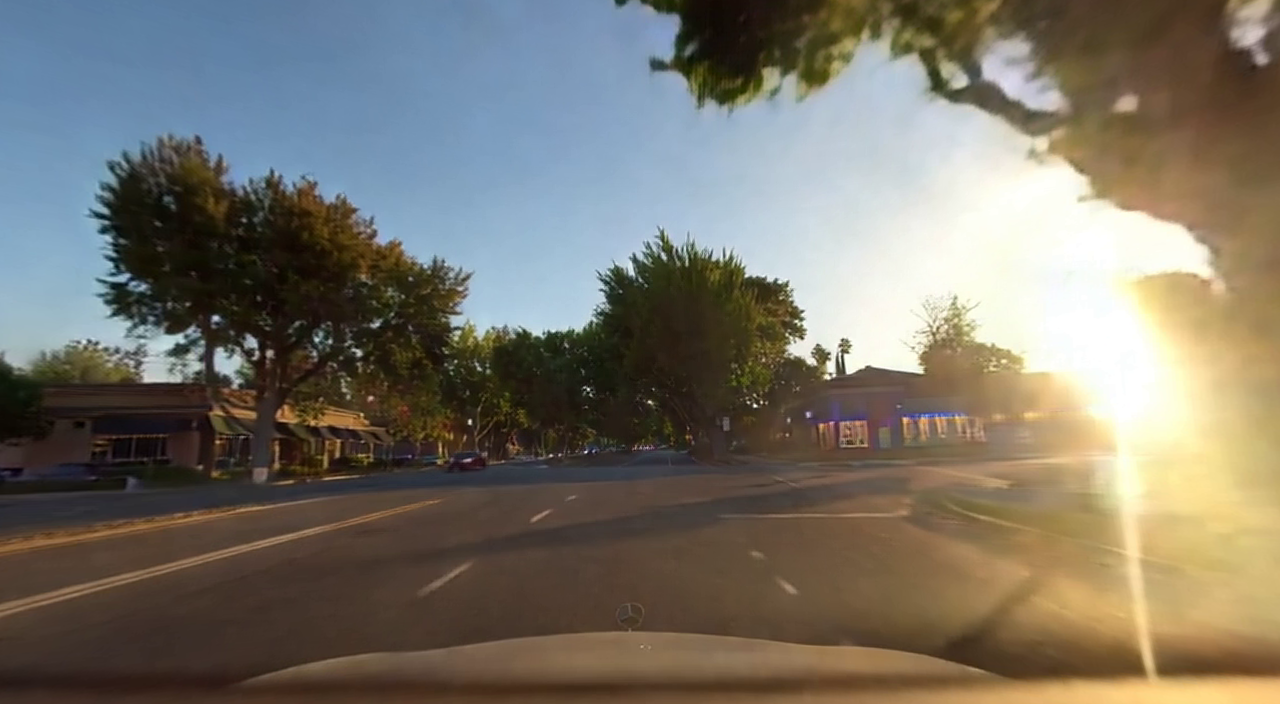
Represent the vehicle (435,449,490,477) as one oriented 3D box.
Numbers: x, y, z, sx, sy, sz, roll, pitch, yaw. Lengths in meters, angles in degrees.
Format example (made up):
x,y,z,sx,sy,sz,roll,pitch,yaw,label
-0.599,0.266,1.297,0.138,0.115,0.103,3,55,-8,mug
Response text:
x,y,z,sx,sy,sz,roll,pitch,yaw,label
-11.165,6.974,39.927,2.033,1.497,4.567,-4,-9,1,vehicle
